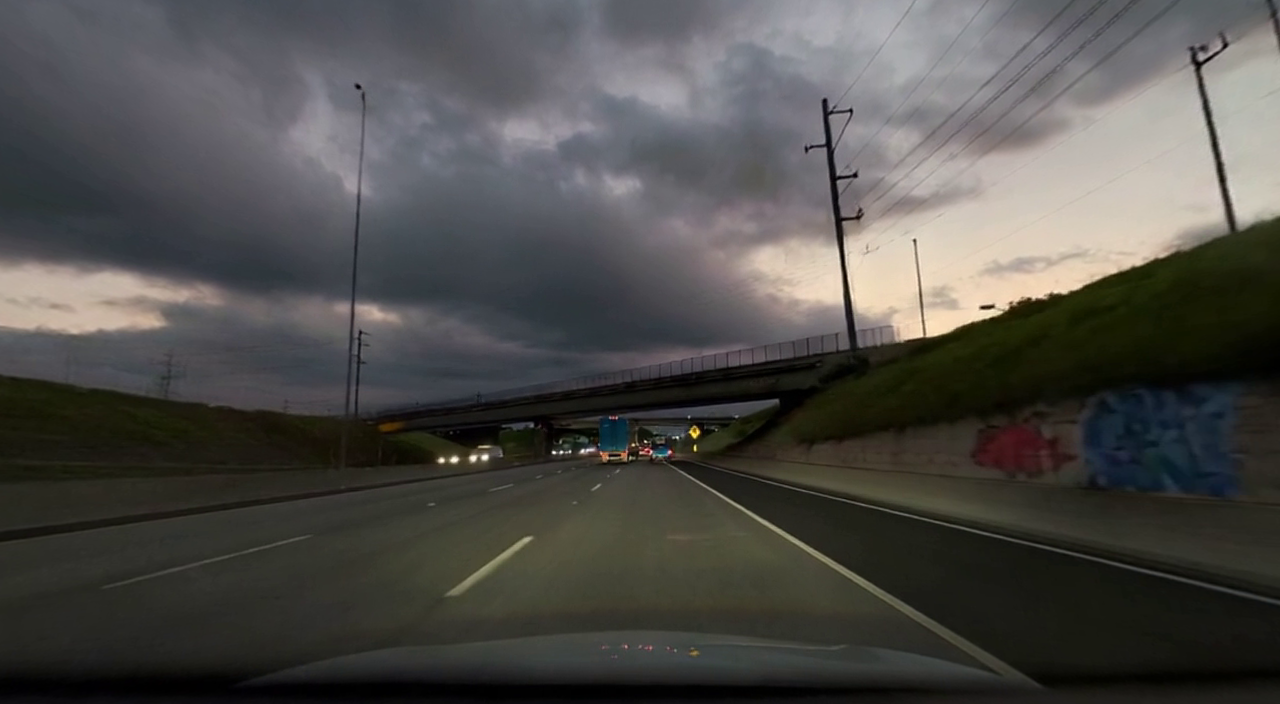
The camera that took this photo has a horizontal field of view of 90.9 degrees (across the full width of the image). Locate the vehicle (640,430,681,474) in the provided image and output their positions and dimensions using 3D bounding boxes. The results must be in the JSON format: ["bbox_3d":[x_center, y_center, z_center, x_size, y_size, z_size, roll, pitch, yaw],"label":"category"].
[{"bbox_3d":[1.231,6.471,41.008,2.462,2.627,5.799,0,-9,0],"label":"vehicle"}]
